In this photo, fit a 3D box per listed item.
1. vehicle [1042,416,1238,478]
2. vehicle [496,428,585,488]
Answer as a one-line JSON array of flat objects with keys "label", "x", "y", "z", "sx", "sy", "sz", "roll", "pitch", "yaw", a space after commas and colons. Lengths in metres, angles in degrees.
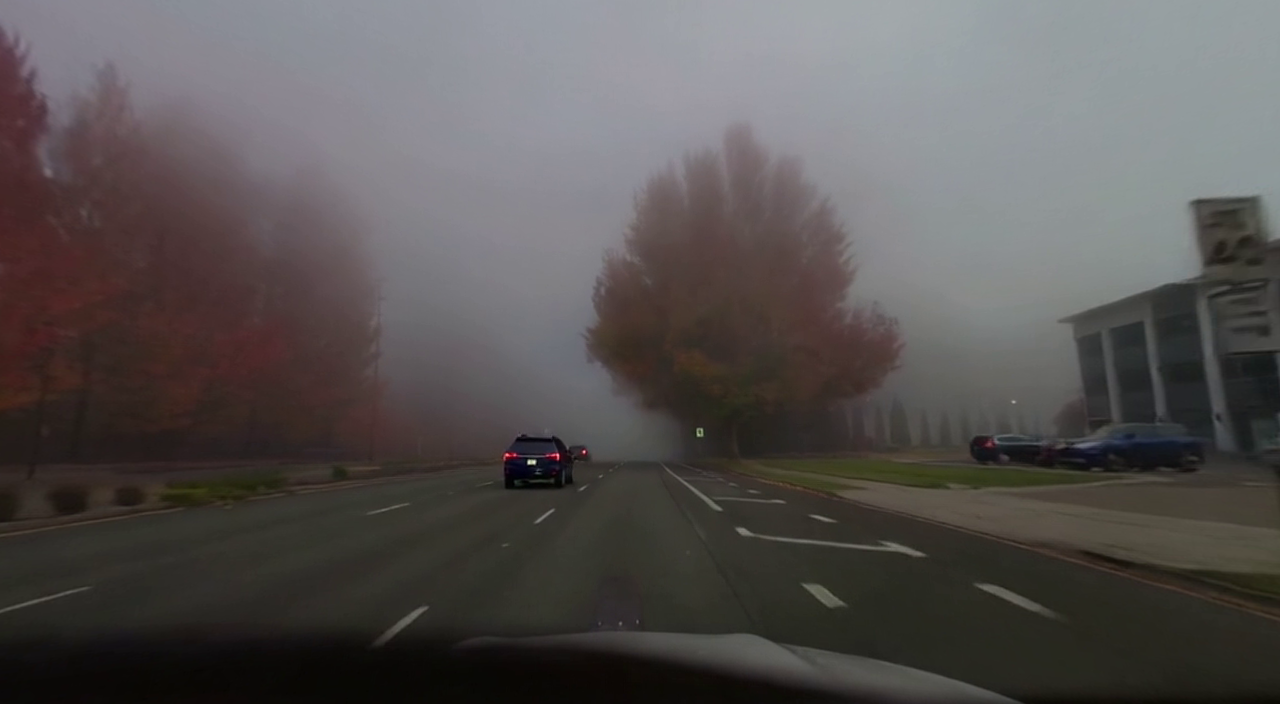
[{"label": "vehicle", "x": 17.411, "y": 3.313, "z": 22.137, "sx": 4.929, "sy": 1.875, "sz": 2.154, "roll": -2, "pitch": -8, "yaw": 0}, {"label": "vehicle", "x": -3.165, "y": 3.505, "z": 21.072, "sx": 2.112, "sy": 1.779, "sz": 4.489, "roll": 0, "pitch": -8, "yaw": 2}]
